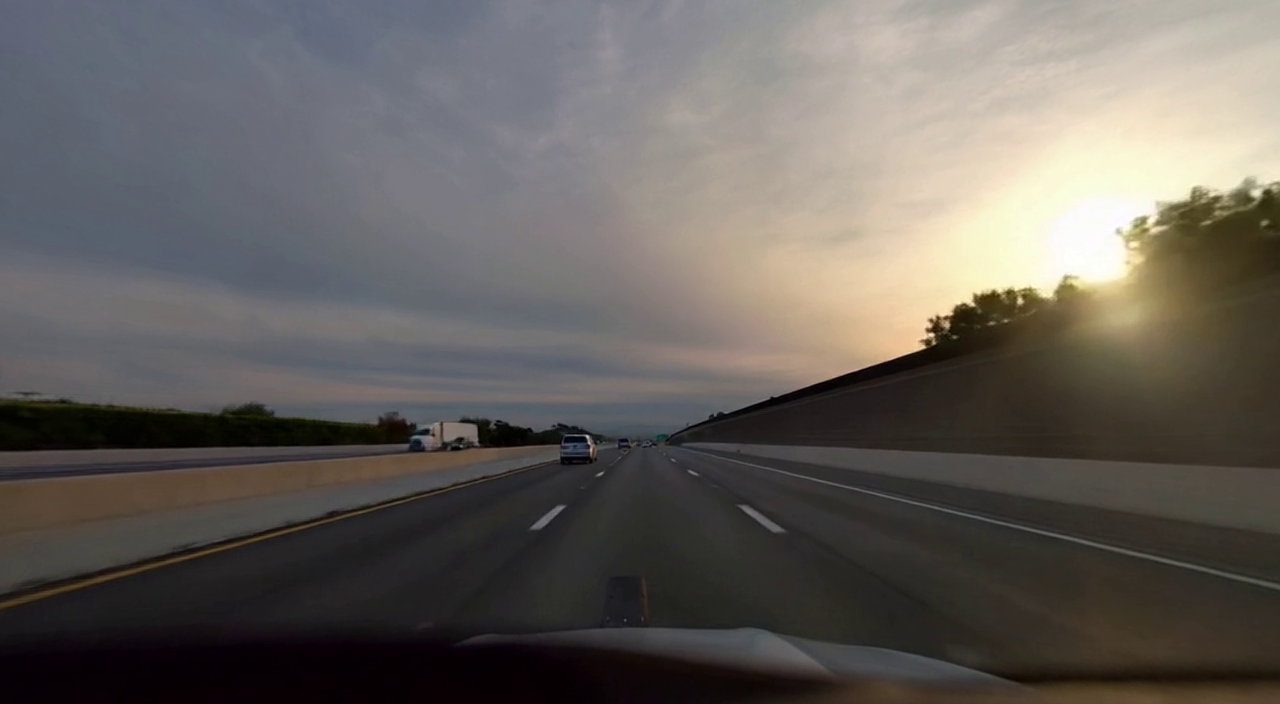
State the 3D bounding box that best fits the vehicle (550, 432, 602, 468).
[{"bbox_3d":[-3.206,5.042,32.666,2.189,1.707,4.692,0,-8,0],"label":"vehicle"}]
